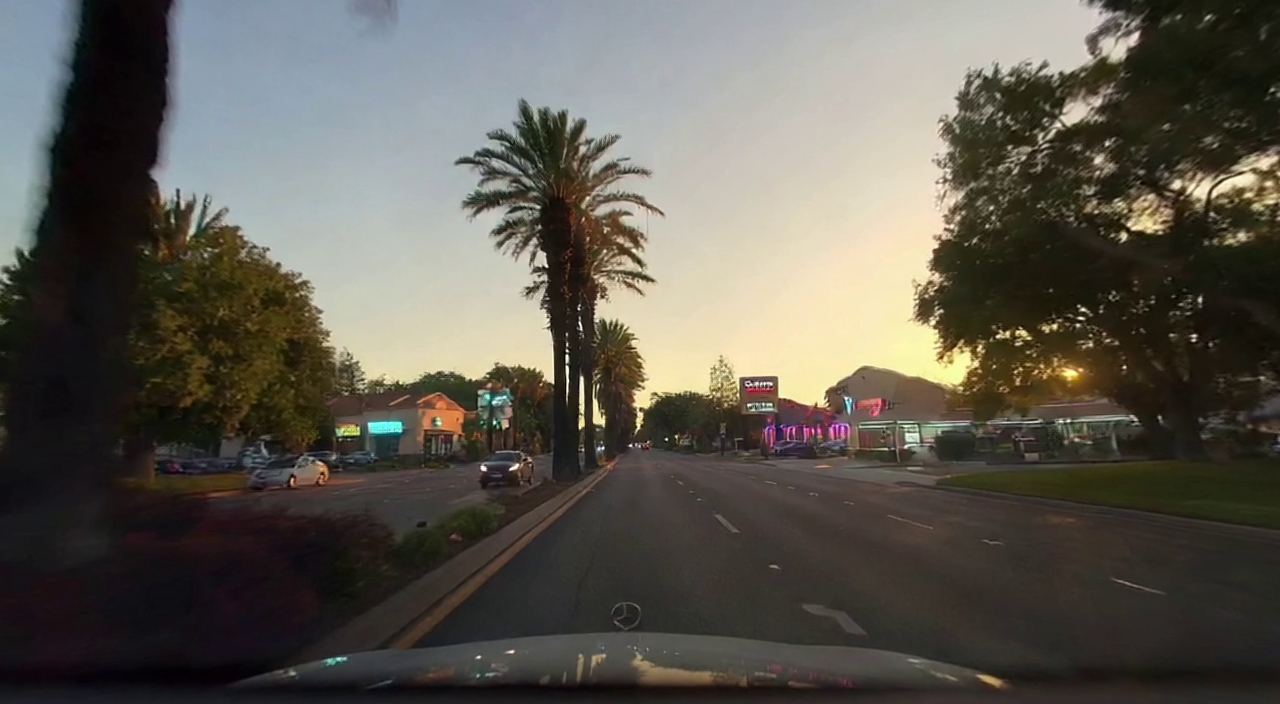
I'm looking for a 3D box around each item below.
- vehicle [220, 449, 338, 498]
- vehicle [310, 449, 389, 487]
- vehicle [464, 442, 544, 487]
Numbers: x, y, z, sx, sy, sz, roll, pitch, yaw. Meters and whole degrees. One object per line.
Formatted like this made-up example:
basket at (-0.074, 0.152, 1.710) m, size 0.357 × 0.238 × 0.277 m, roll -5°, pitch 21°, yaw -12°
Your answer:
vehicle at (-14.012, 4.692, 24.906) m, size 1.972 × 1.504 × 5.036 m, roll -5°, pitch -8°, yaw -3°
vehicle at (-13.963, 5.565, 30.629) m, size 1.946 × 1.489 × 4.435 m, roll -4°, pitch -8°, yaw -3°
vehicle at (-4.833, 4.062, 23.149) m, size 1.934 × 1.471 × 4.280 m, roll 0°, pitch -8°, yaw 1°
